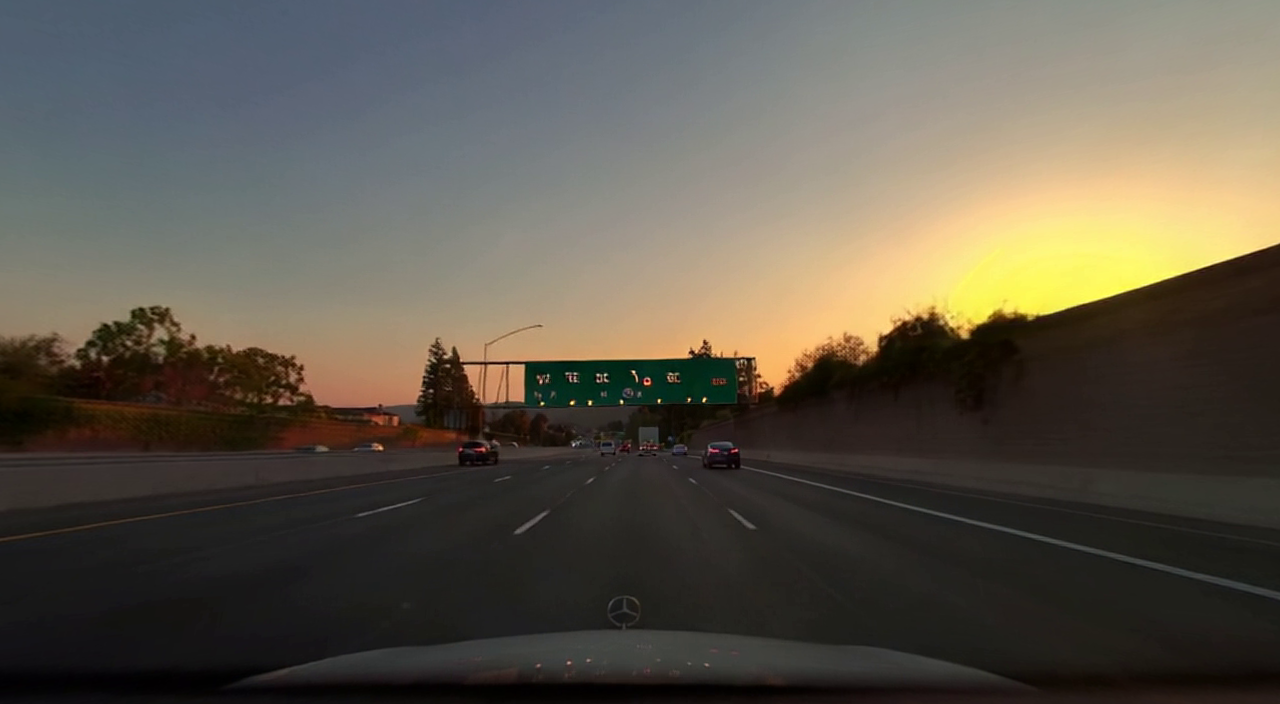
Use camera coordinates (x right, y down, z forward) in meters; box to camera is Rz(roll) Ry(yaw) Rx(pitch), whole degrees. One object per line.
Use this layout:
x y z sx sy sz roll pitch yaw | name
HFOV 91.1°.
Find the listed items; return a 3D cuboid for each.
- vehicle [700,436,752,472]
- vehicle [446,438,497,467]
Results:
4.234 5.098 31.486 2.046 1.655 4.143 0 -8 0 | vehicle
-10.805 6.477 40.615 1.998 1.712 4.671 0 -8 1 | vehicle
